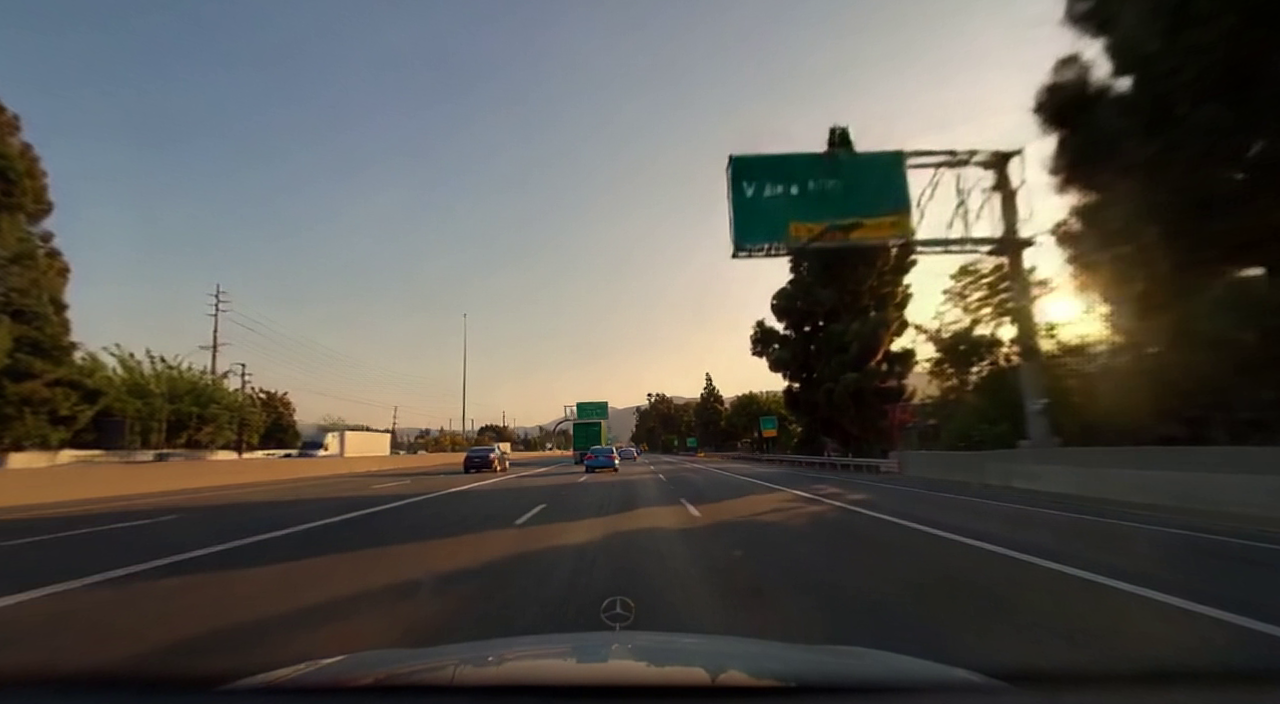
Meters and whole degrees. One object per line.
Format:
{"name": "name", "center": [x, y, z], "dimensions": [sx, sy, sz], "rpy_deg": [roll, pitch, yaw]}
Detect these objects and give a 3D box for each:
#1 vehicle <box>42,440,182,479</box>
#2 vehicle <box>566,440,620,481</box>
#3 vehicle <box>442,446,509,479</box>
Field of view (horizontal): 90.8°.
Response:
{"name": "vehicle", "center": [-23.182, 4.742, 28.061], "dimensions": [2.022, 1.562, 4.859], "rpy_deg": [0, -9, 0]}
{"name": "vehicle", "center": [-1.996, 4.758, 28.008], "dimensions": [2.033, 1.669, 4.112], "rpy_deg": [0, -9, 1]}
{"name": "vehicle", "center": [-7.794, 5.252, 30.344], "dimensions": [2.026, 1.477, 4.467], "rpy_deg": [0, -9, 0]}
